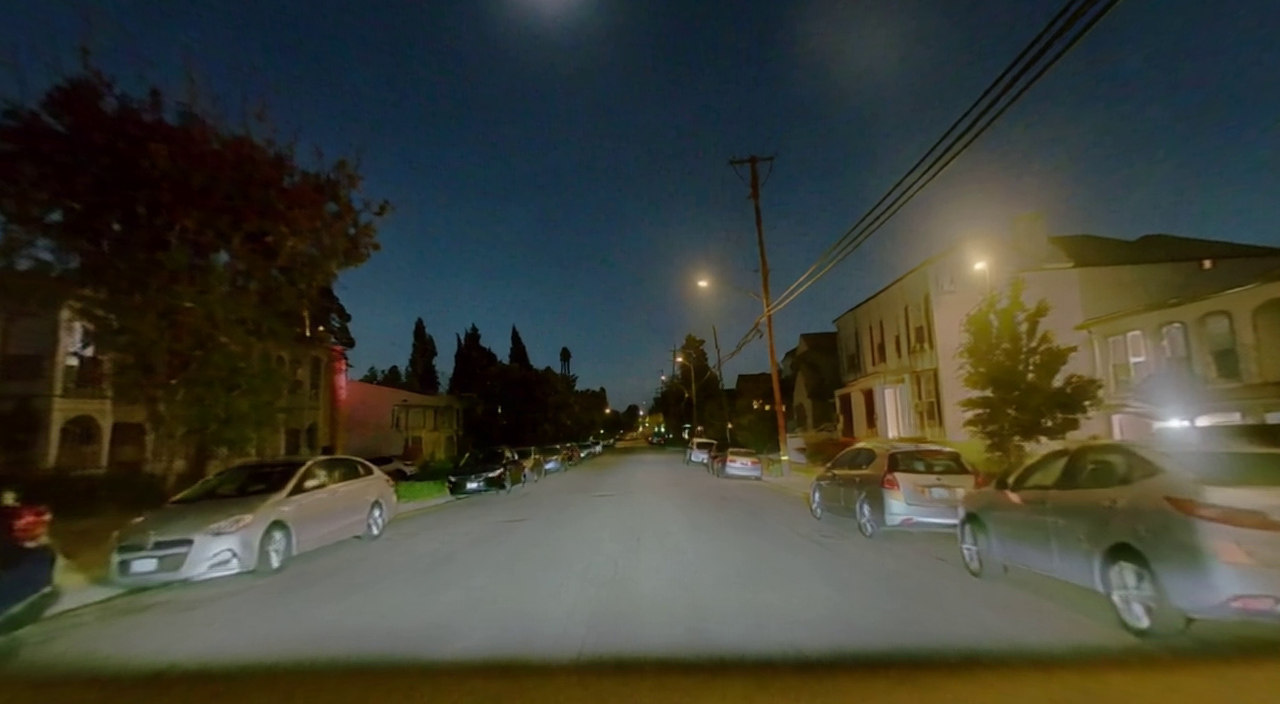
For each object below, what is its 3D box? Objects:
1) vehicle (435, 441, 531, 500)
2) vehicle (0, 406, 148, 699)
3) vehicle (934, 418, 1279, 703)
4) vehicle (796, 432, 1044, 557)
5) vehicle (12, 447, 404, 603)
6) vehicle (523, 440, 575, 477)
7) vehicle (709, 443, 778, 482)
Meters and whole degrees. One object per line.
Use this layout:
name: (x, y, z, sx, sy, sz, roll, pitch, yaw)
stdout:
vehicle: (-5.013, 3.837, 20.873, 2.032, 1.716, 4.382, 0, -8, 0)
vehicle: (-5.083, 1.024, 2.472, 2.360, 1.772, 4.907, 0, -8, -1)
vehicle: (4.451, 1.444, 5.347, 1.864, 1.592, 4.221, 0, -8, 0)
vehicle: (4.233, 2.264, 10.658, 2.057, 1.511, 4.858, 2, -10, 1)
vehicle: (-5.156, 2.069, 8.599, 2.109, 1.501, 4.522, 0, -8, 0)
vehicle: (-5.162, 6.126, 36.787, 2.184, 1.958, 5.757, 0, -8, 0)
vehicle: (4.360, 4.721, 27.390, 2.174, 1.504, 4.809, 0, -8, 0)
